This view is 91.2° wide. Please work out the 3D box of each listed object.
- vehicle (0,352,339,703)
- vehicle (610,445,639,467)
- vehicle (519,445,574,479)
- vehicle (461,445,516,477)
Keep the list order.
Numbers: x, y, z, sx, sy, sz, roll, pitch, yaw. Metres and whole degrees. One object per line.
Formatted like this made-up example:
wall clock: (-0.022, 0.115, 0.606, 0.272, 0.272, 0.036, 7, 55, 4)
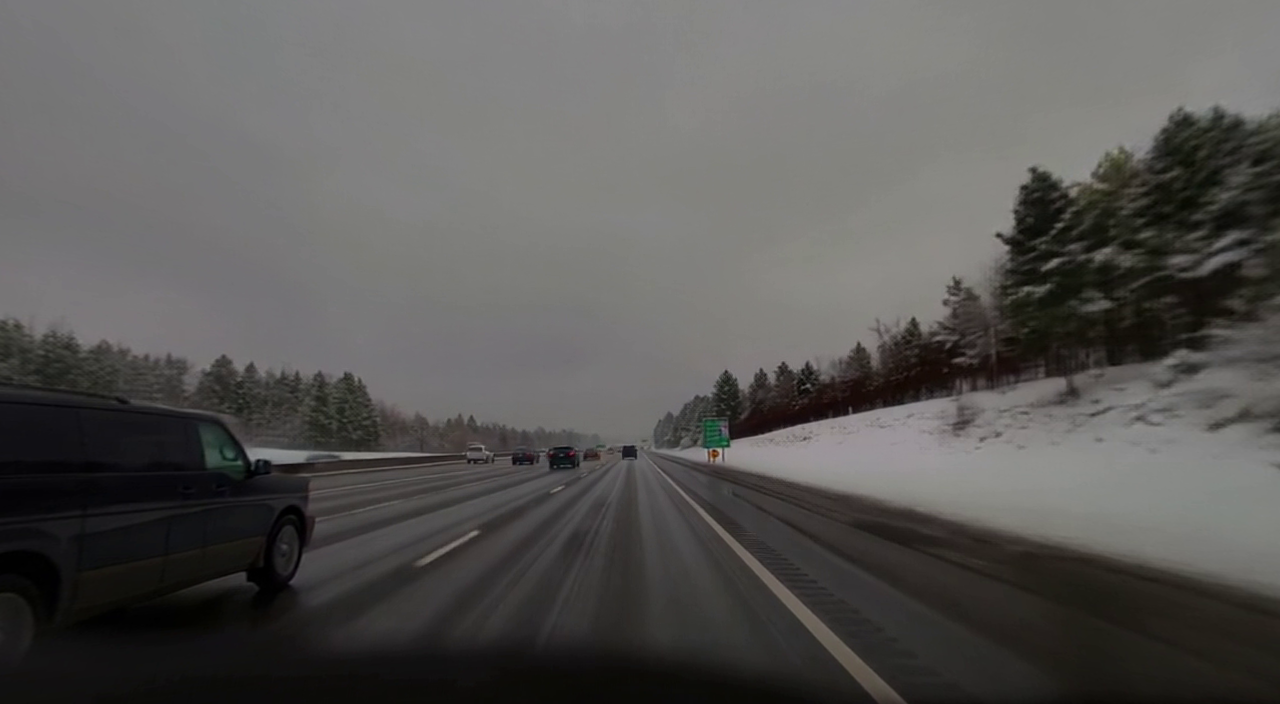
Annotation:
vehicle: (-4.012, 1.046, 3.823, 2.074, 1.779, 4.588, 0, -9, -1)
vehicle: (-1.099, 7.498, 45.194, 2.023, 1.479, 3.718, 0, -9, -1)
vehicle: (-4.334, 5.146, 29.553, 1.988, 1.477, 4.118, 0, -9, -1)
vehicle: (-7.800, 5.638, 32.596, 1.936, 1.516, 3.904, 0, -9, 0)
